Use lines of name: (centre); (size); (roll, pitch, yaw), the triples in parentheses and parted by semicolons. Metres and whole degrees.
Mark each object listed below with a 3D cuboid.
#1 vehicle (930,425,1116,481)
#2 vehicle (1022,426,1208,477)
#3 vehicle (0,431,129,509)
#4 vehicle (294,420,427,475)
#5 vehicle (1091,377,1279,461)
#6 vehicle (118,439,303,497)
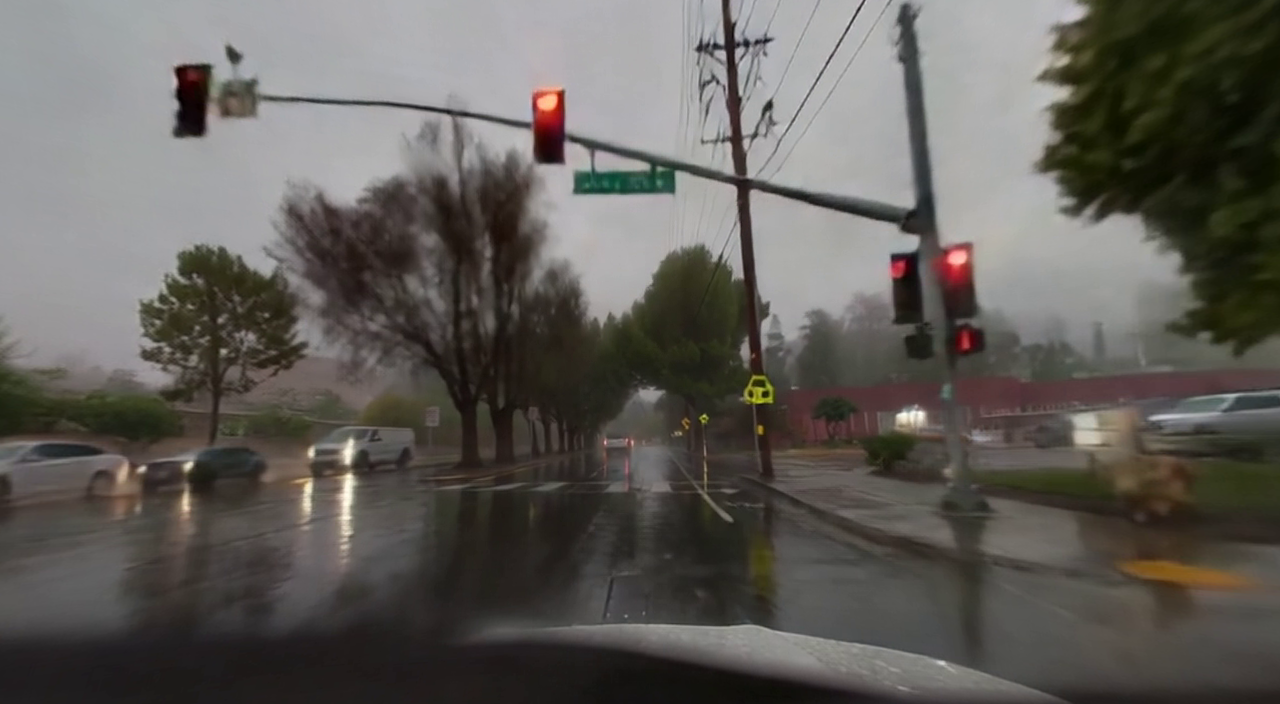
vehicle: (12.011, 3.148, 20.162); (1.897, 1.532, 4.694); (4, -8, -29)
vehicle: (15.066, 3.120, 20.267); (1.994, 1.453, 4.249); (4, -8, -28)
vehicle: (-16.502, 3.039, 16.607); (2.112, 1.880, 4.479); (-1, -8, 4)
vehicle: (-12.623, 4.364, 29.156); (2.798, 2.249, 6.296); (-1, -8, 5)
vehicle: (18.238, 2.173, 19.934); (2.609, 2.332, 5.734); (4, -9, -28)
vehicle: (-12.909, 3.467, 19.484); (2.090, 1.519, 4.919); (-1, -8, 3)
